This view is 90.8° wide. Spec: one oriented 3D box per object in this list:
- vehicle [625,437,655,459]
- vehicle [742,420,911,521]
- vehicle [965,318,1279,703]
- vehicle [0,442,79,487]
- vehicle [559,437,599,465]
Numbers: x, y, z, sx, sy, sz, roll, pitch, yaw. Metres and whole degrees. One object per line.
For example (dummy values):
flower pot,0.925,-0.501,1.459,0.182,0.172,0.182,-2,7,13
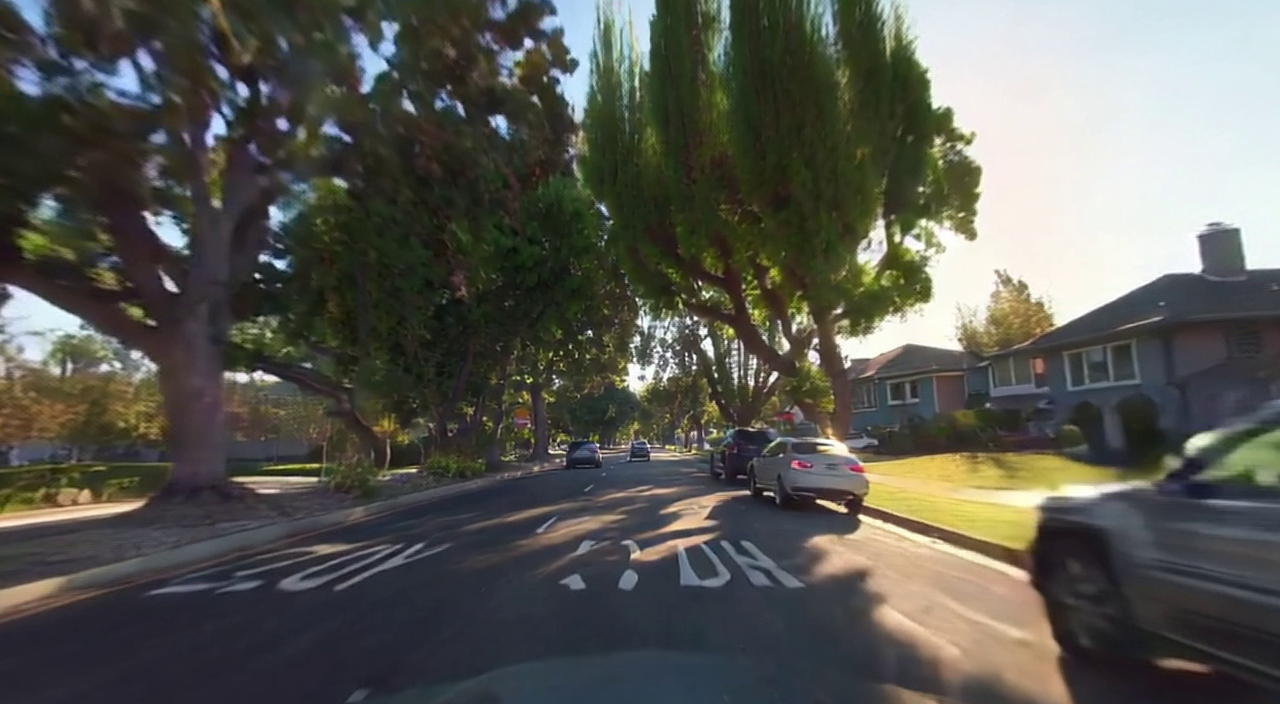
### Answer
vehicle,0.035,7.150,47.015,2.142,1.548,4.273,0,-8,0
vehicle,3.620,2.406,13.322,2.113,1.760,4.432,0,-9,-1
vehicle,3.682,0.747,2.103,2.273,1.860,5.077,0,-9,-3
vehicle,-46.966,8.571,47.619,6.687,2.839,2.880,-6,-8,-1
vehicle,-3.830,6.288,40.417,2.129,1.668,4.722,0,-8,0
